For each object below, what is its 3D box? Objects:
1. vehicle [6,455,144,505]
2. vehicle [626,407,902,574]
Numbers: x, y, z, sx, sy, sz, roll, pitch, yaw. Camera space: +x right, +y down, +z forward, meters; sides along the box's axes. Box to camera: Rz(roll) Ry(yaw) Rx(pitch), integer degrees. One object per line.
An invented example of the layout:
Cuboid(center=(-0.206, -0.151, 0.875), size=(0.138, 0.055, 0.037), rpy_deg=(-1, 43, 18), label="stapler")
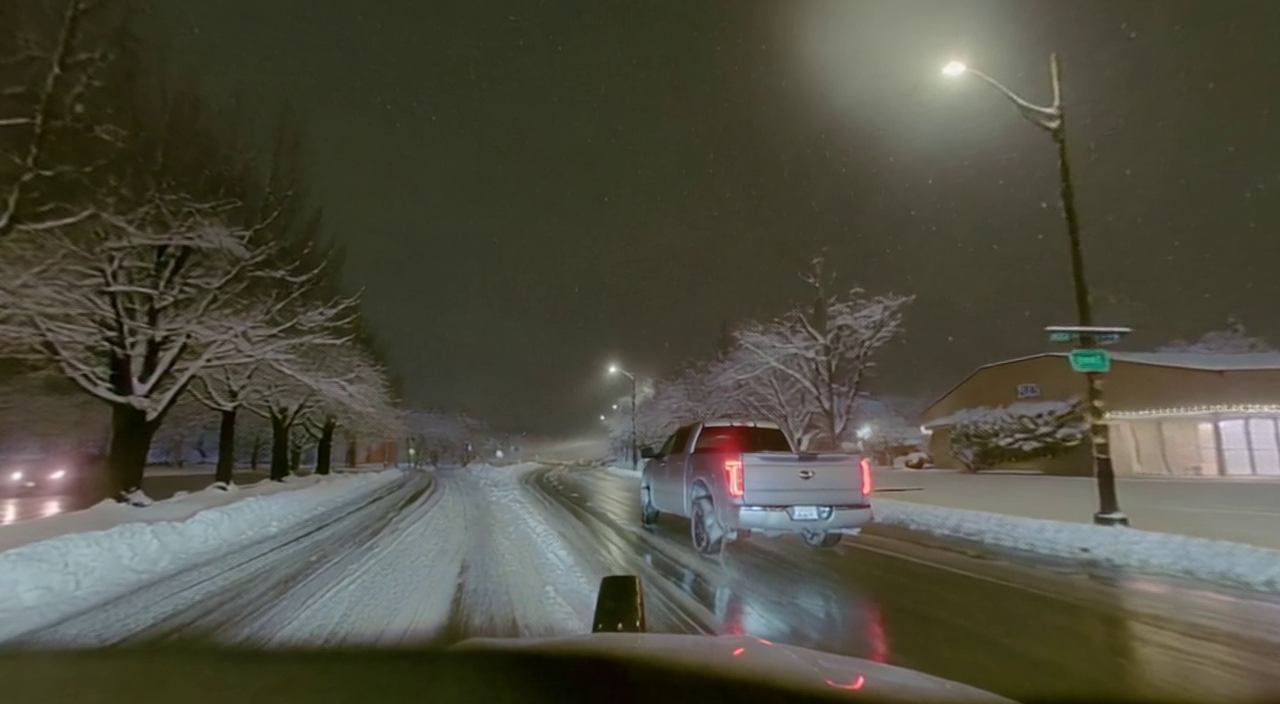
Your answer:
Cuboid(center=(-22.248, 5.001, 25.178), size=(2.037, 1.725, 4.632), rpy_deg=(2, -9, -14), label="vehicle")
Cuboid(center=(1.482, 2.062, 10.429), size=(2.402, 1.922, 5.677), rpy_deg=(2, -9, -12), label="vehicle")
